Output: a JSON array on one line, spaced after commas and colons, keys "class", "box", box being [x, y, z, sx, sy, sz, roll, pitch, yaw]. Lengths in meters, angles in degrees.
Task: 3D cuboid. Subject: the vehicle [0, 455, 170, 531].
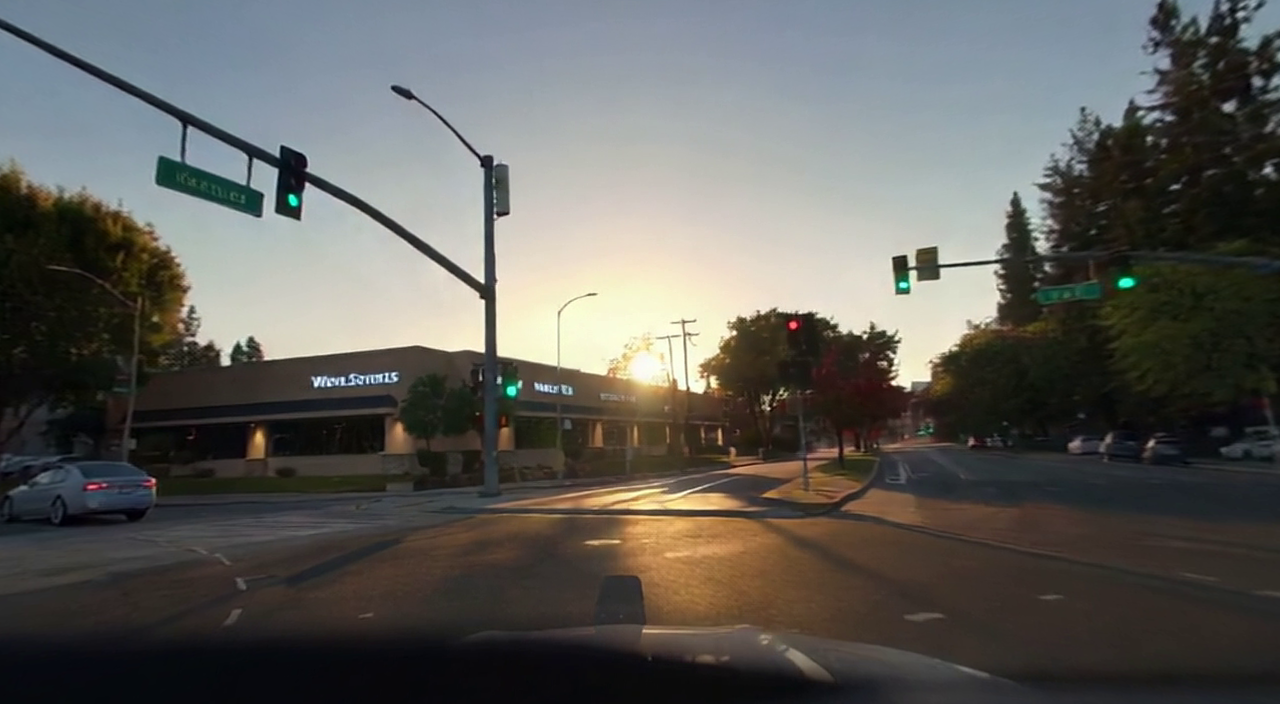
[{"class": "vehicle", "box": [-14.736, 3.504, 16.277, 4.312, 1.642, 2.197, -4, -9, 23]}]

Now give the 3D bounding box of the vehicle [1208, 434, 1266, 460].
[{"class": "vehicle", "box": [40.470, 6.434, 42.812, 4.113, 1.606, 2.219, 7, -11, -39]}]
